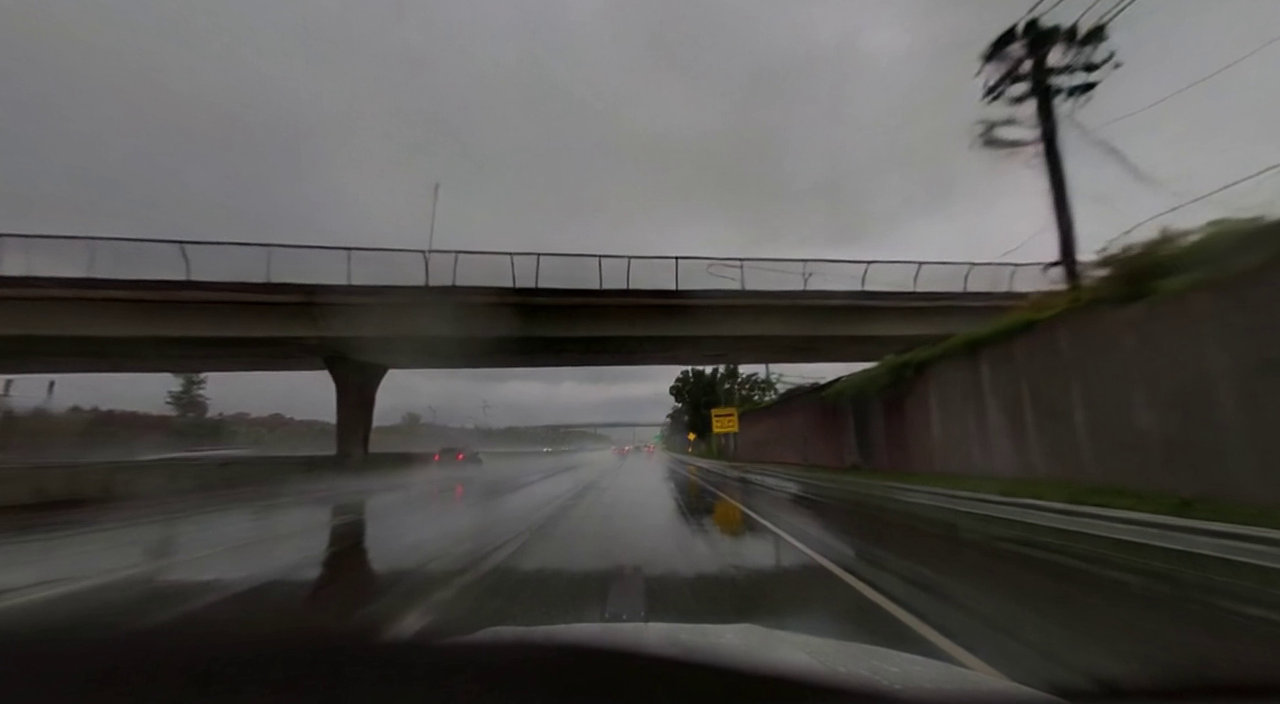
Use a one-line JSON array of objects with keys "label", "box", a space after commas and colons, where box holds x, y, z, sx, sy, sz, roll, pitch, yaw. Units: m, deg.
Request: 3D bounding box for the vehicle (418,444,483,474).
[{"label": "vehicle", "box": [-10.127, 5.740, 34.041, 2.056, 1.476, 4.562, -1, -8, 1]}]
